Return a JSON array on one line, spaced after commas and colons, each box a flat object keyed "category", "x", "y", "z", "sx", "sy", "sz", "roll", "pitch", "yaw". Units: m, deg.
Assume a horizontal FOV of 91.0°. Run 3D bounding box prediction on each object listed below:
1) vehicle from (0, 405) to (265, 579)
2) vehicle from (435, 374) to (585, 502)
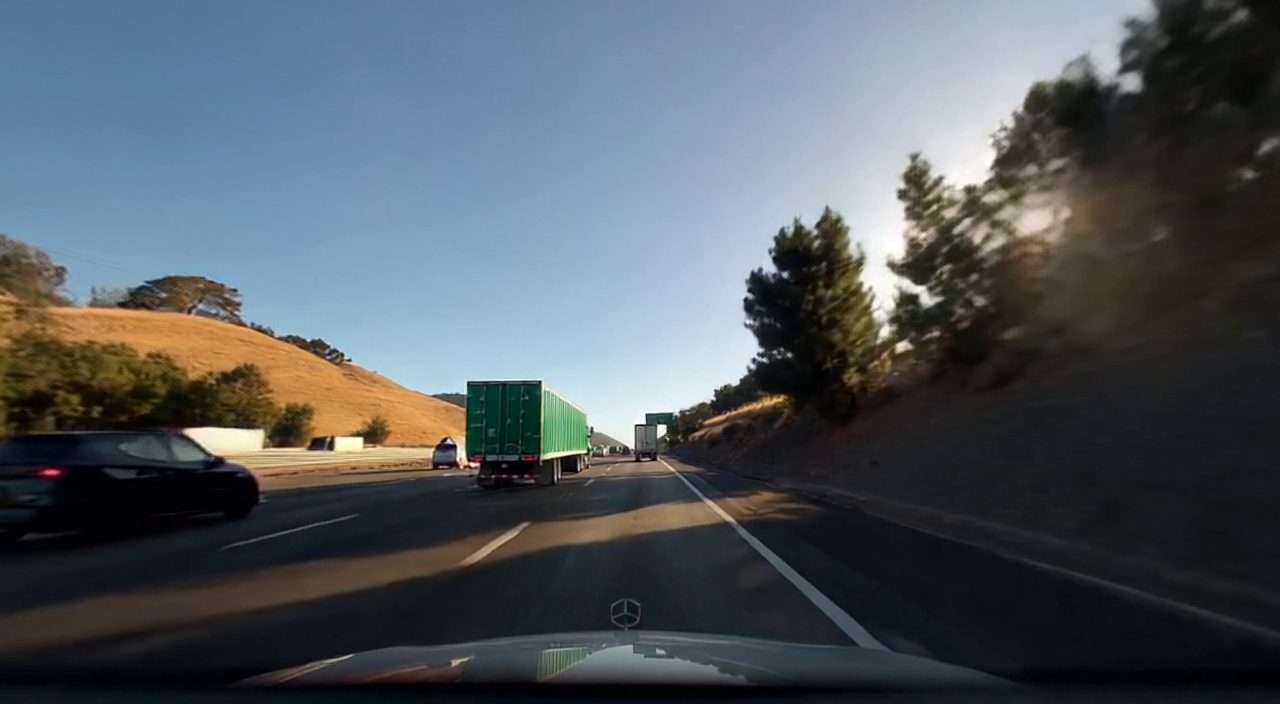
[{"category": "vehicle", "x": -7.456, "y": 1.689, "z": 8.228, "sx": 2.125, "sy": 1.725, "sz": 4.715, "roll": 0, "pitch": -9, "yaw": 0}, {"category": "vehicle", "x": -3.814, "y": 3.034, "z": 21.750, "sx": 2.789, "sy": 3.271, "sz": 10.894, "roll": 0, "pitch": -9, "yaw": 0}]
